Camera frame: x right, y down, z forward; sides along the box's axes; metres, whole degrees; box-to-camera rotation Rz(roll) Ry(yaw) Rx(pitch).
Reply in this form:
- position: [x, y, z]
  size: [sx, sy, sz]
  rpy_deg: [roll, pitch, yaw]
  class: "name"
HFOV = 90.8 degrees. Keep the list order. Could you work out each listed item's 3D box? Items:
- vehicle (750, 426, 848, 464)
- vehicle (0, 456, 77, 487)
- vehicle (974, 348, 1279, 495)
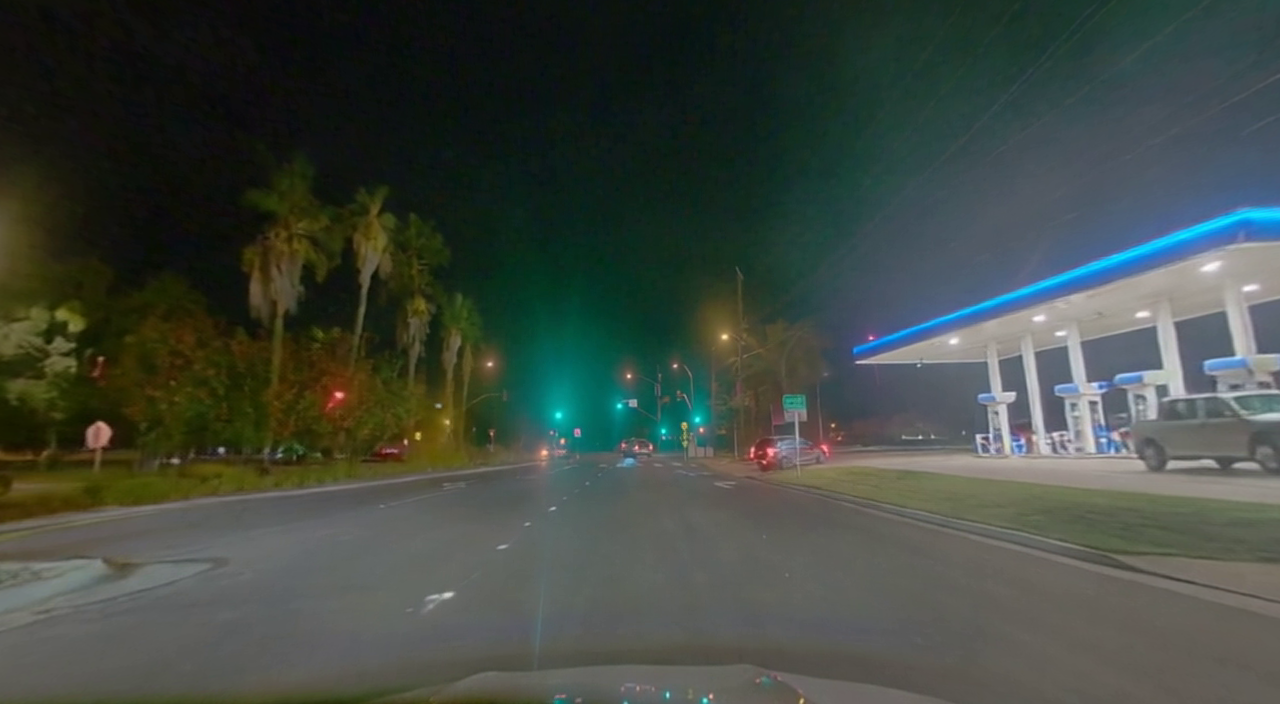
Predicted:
- position: [9.648, 5.640, 38.141]
  size: [6.059, 2.082, 2.703]
  rpy_deg: [7, -11, -41]
  class: "vehicle"
- position: [-36.319, 7.001, 37.324]
  size: [1.917, 1.684, 4.567]
  rpy_deg: [0, -9, -2]
  class: "vehicle"
- position: [13.422, 2.072, 17.079]
  size: [2.944, 2.783, 10.332]
  rpy_deg: [0, -9, -1]
  class: "vehicle"
